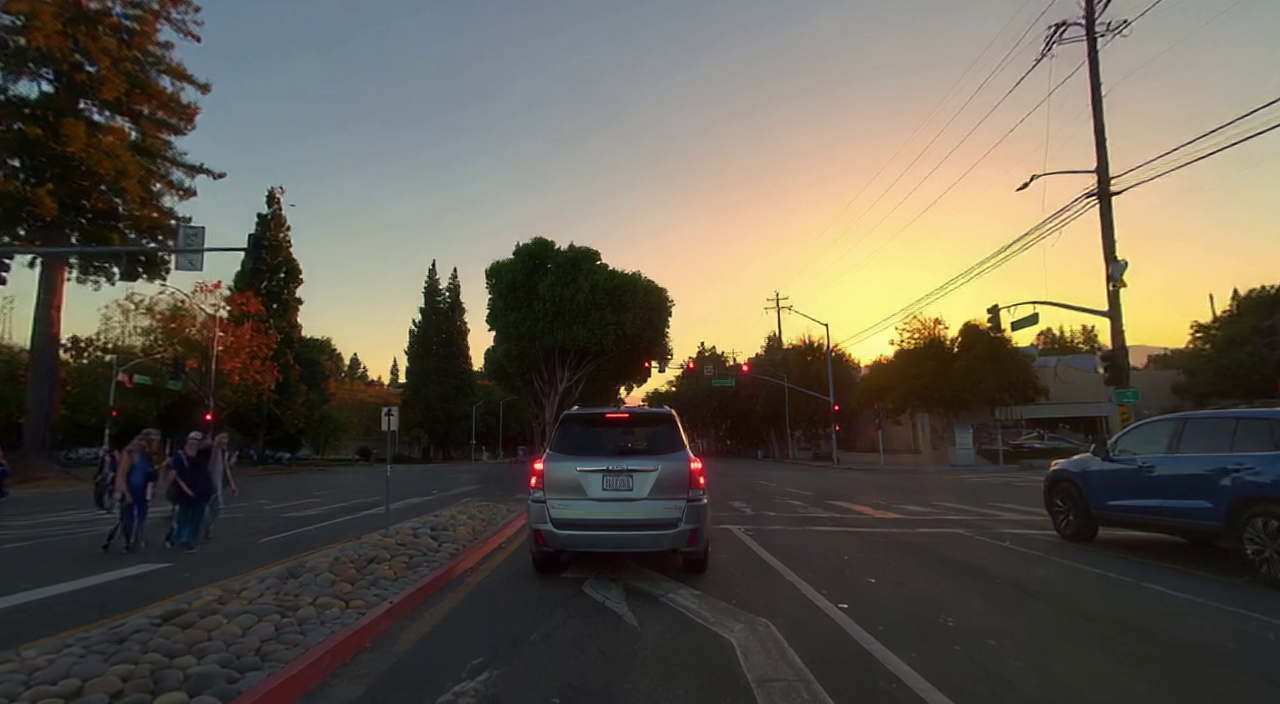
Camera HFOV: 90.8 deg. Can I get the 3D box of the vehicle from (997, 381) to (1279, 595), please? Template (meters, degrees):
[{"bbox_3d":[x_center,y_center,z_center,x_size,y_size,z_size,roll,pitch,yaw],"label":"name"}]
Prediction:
[{"bbox_3d":[6.585,1.439,7.248,2.119,1.827,4.806,0,-9,0],"label":"vehicle"}]

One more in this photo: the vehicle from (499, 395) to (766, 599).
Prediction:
[{"bbox_3d":[-0.102,1.561,7.637,2.285,1.729,4.252,0,-9,-1],"label":"vehicle"}]
